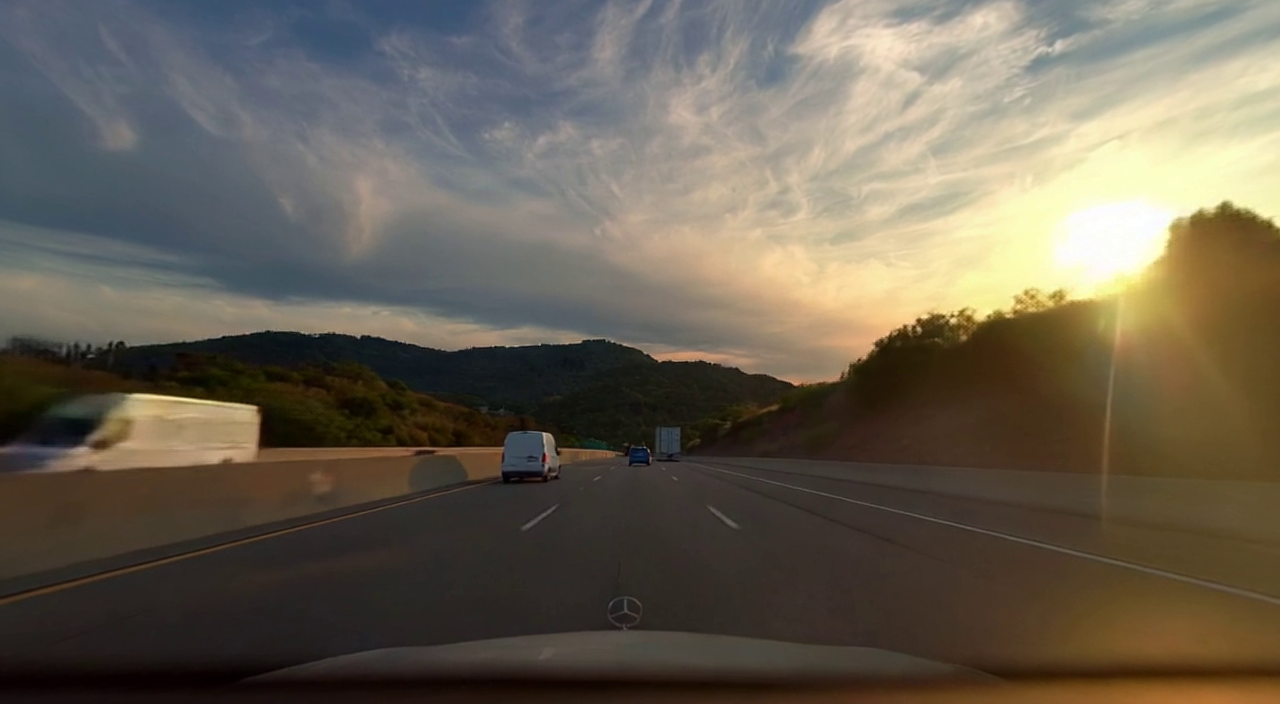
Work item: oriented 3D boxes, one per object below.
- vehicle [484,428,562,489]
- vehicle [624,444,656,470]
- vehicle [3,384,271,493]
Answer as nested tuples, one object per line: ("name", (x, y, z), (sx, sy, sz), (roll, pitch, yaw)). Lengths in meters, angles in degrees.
("vehicle", (-4.166, 3.906, 23.309), (1.955, 2.004, 4.792), (0, -9, 0))
("vehicle", (0.004, 7.461, 45.009), (2.166, 1.747, 4.299), (0, -9, 0))
("vehicle", (-19.423, 3.601, 25.647), (2.958, 3.583, 9.528), (0, -9, 0))
